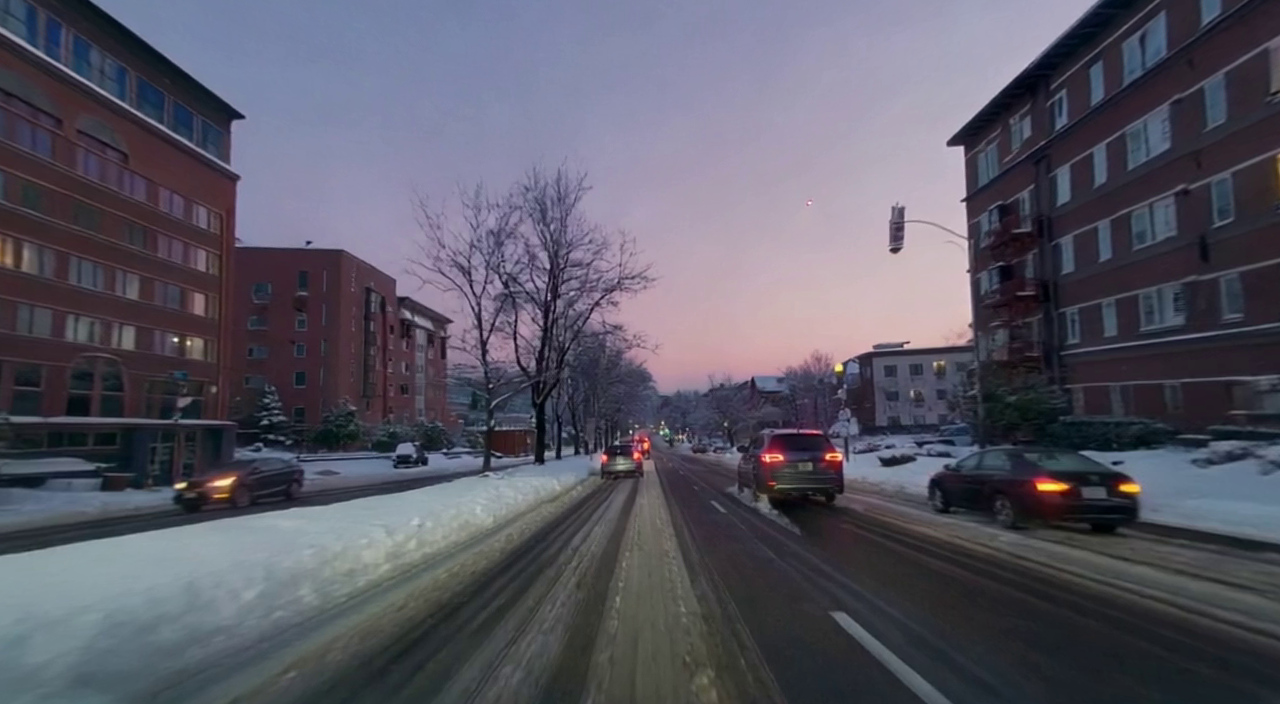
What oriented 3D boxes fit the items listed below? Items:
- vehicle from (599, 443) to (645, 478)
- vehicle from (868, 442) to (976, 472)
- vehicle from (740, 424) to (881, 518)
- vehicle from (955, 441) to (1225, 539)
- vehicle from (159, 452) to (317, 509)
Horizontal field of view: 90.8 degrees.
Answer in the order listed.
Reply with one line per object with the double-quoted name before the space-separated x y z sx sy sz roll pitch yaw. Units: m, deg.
"vehicle" -0.799 5.062 29.722 2.006 1.487 3.535 0 -9 1
"vehicle" 14.511 5.396 32.673 4.607 1.466 2.053 0 -9 -3
"vehicle" 3.490 2.523 13.800 1.949 1.723 4.020 0 -9 0
"vehicle" 8.035 2.467 11.976 1.909 1.475 4.487 -1 -9 2
"vehicle" -12.002 3.841 19.305 1.895 1.475 4.355 -1 -9 1
